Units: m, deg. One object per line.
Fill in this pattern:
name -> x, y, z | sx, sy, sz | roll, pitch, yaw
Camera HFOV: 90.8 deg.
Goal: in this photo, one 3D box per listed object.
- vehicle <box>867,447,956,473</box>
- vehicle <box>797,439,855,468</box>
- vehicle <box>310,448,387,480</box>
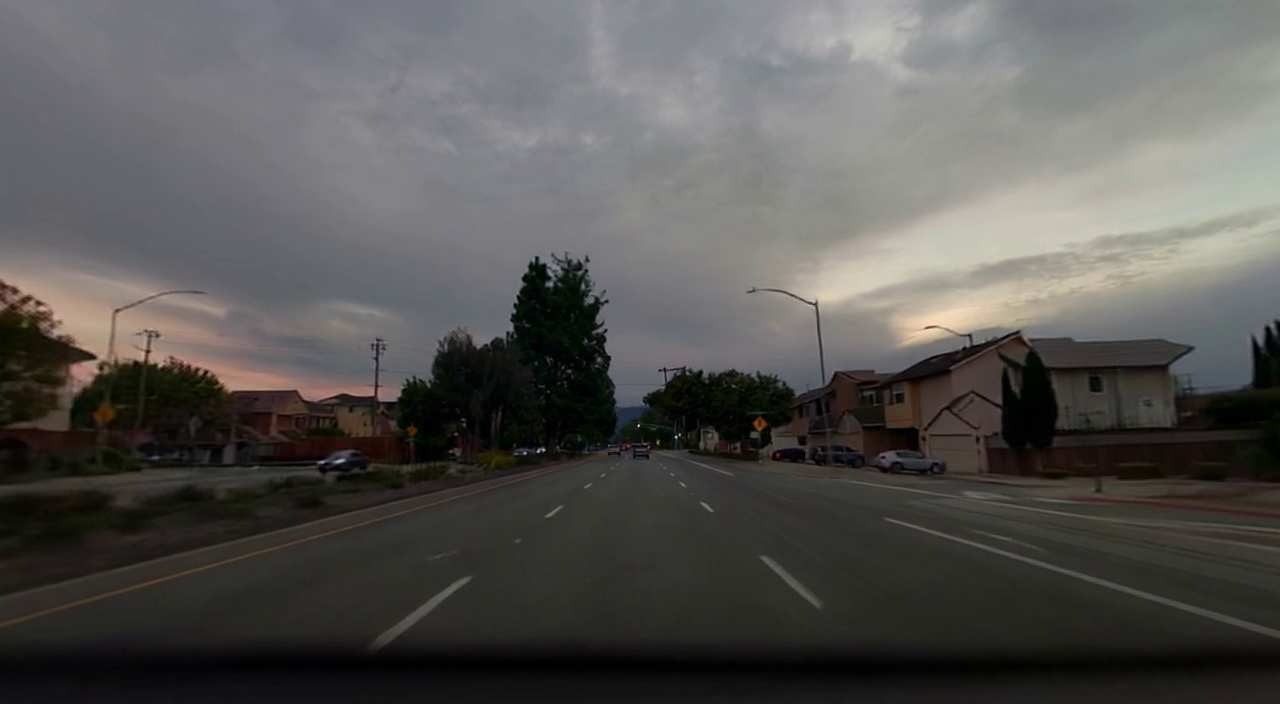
vehicle -> 16.069, 6.363, 37.610 | 1.826, 1.420, 4.533 | 5, -10, -32
vehicle -> 13.258, 7.271, 45.427 | 2.047, 1.950, 5.112 | 1, -9, -8
vehicle -> -14.797, 5.681, 32.309 | 1.929, 1.506, 4.125 | 0, -8, 0
